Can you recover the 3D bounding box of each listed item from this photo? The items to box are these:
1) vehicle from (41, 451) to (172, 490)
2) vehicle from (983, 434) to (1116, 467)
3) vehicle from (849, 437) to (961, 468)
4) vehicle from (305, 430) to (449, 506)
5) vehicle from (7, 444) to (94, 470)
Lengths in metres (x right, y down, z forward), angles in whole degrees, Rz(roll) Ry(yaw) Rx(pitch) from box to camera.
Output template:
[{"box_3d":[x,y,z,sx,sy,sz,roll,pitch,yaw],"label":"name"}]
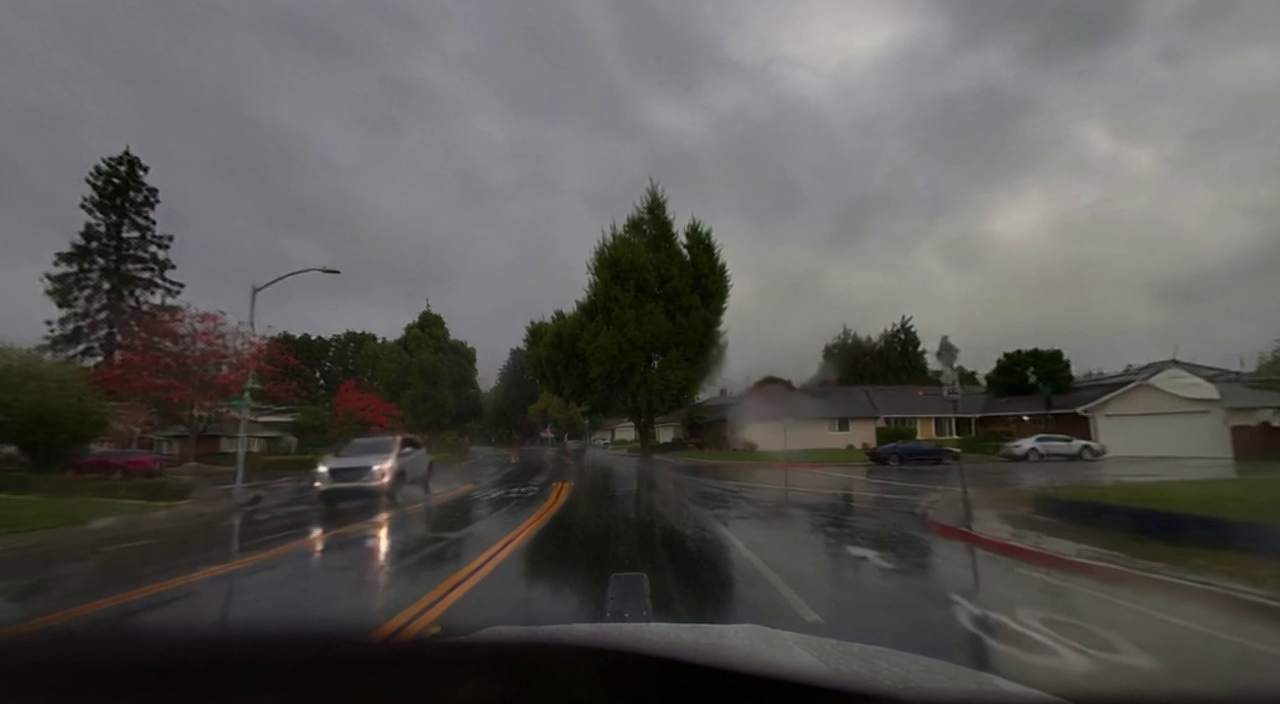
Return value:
[{"box_3d":[-24.682,5.471,29.258,4.378,1.714,1.977,-1,-8,4],"label":"vehicle"},{"box_3d":[19.192,4.645,29.752,4.795,1.468,1.945,-2,-9,12],"label":"vehicle"},{"box_3d":[12.923,4.939,31.000,4.737,1.447,1.766,-1,-9,8],"label":"vehicle"},{"box_3d":[-6.775,3.008,16.857,2.069,1.740,4.446,0,-8,-3],"label":"vehicle"},{"box_3d":[-44.988,7.989,48.235,1.948,1.845,4.671,-2,-8,4],"label":"vehicle"}]
